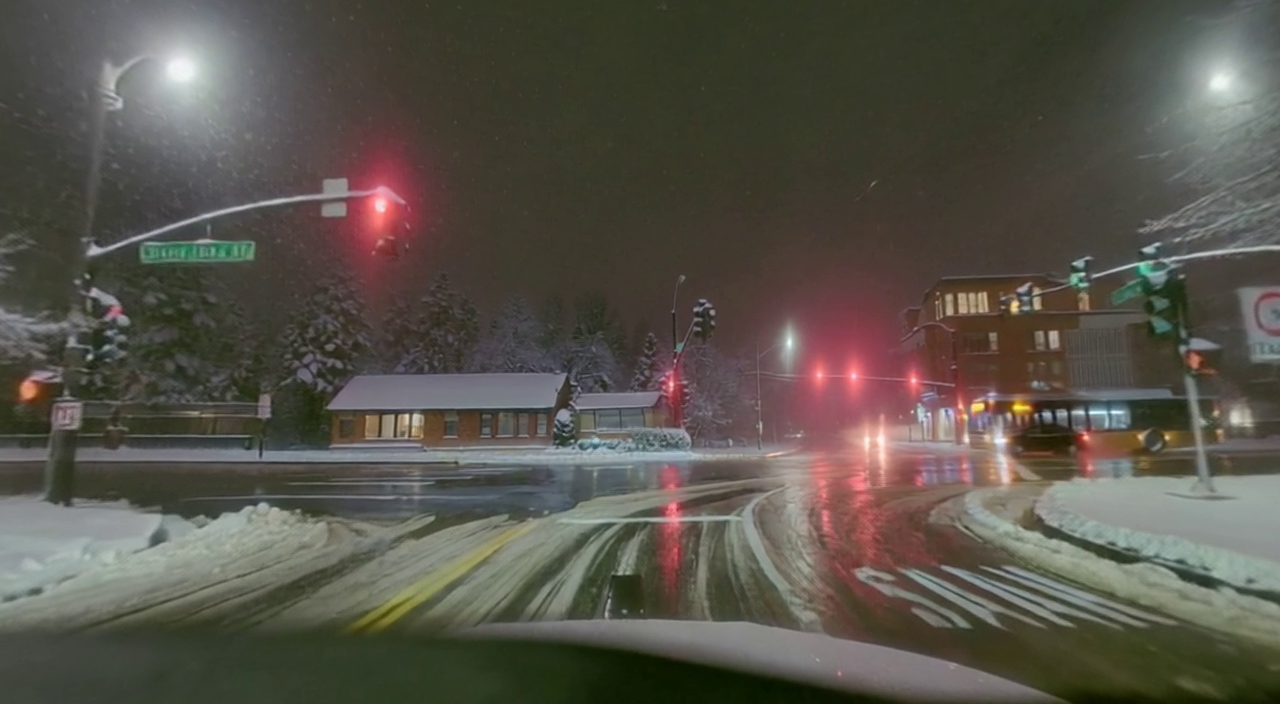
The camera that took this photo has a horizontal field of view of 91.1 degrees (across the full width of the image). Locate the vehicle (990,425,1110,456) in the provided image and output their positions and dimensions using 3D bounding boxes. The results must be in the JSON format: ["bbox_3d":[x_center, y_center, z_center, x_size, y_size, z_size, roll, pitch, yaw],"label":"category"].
[{"bbox_3d":[19.865,4.315,30.516,4.538,1.461,1.805,0,-9,0],"label":"vehicle"}]

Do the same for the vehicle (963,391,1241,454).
[{"bbox_3d":[25.110,3.935,34.576,12.822,3.296,3.033,0,-9,-1],"label":"vehicle"}]
